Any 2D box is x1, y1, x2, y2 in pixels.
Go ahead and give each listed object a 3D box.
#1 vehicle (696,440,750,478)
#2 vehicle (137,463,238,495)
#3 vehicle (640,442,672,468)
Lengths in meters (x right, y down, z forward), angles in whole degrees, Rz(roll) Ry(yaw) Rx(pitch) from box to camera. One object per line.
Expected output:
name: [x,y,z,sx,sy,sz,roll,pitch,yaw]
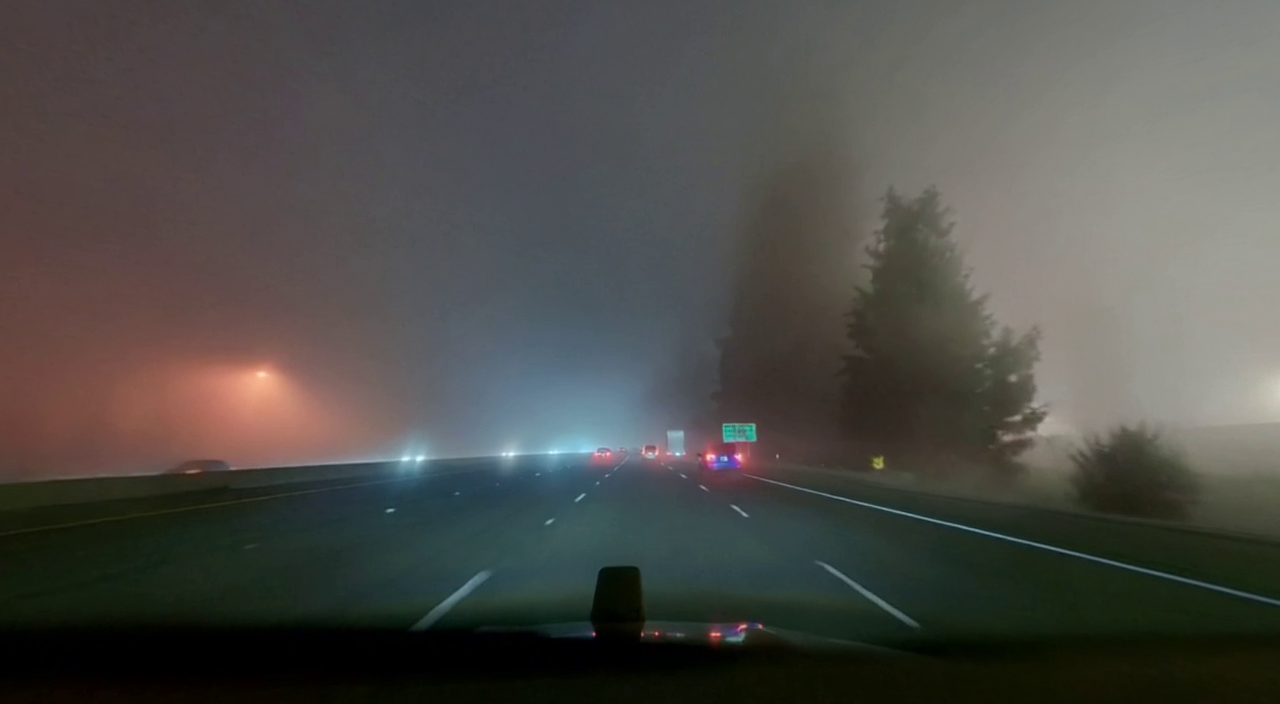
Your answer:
vehicle: [4.005,5.284,31.224,2.082,1.720,4.393,0,-9,0]
vehicle: [-25.061,7.014,35.118,1.917,1.540,4.863,0,-9,1]
vehicle: [1.133,7.727,47.414,2.205,1.785,4.423,0,-9,-1]
